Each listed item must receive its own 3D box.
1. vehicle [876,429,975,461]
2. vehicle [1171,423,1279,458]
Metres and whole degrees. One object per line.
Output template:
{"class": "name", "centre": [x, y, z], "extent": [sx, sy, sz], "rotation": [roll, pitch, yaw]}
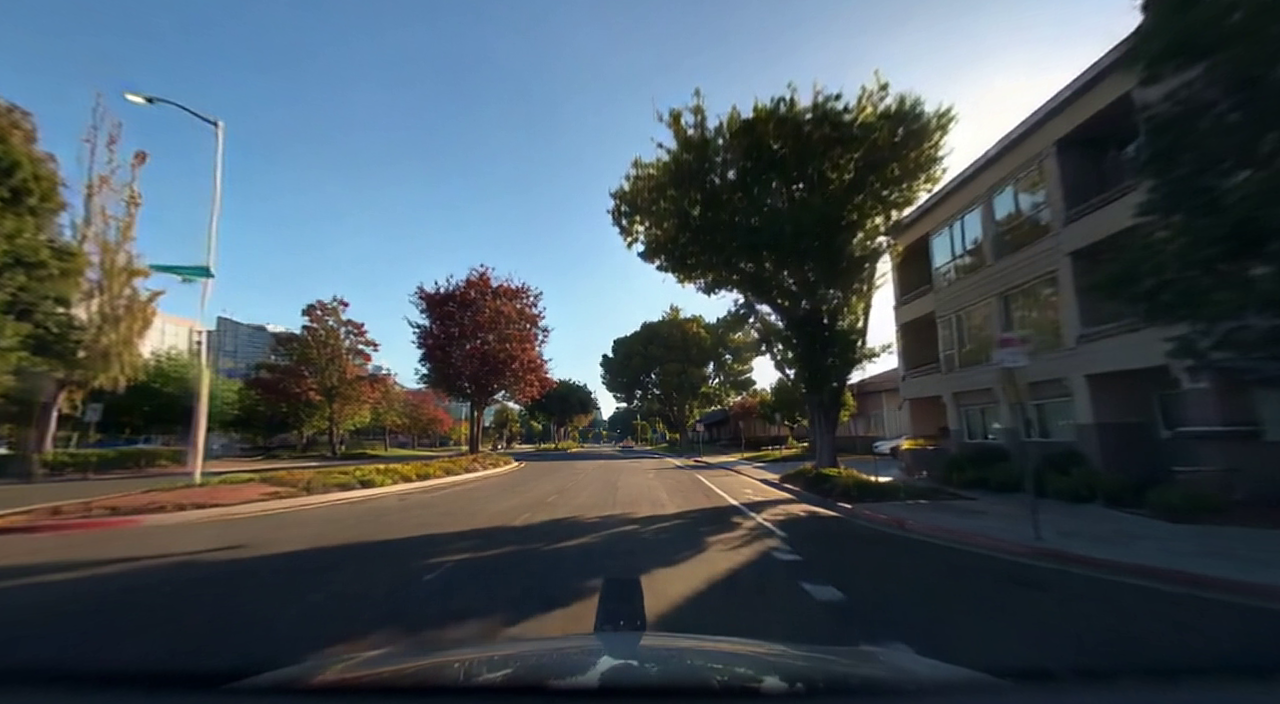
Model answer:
{"class": "vehicle", "centre": [14.829, 4.871, 33.018], "extent": [4.198, 1.561, 1.937], "rotation": [0, -10, 1]}
{"class": "vehicle", "centre": [29.464, 4.376, 31.231], "extent": [4.846, 1.669, 1.968], "rotation": [1, -8, -7]}
